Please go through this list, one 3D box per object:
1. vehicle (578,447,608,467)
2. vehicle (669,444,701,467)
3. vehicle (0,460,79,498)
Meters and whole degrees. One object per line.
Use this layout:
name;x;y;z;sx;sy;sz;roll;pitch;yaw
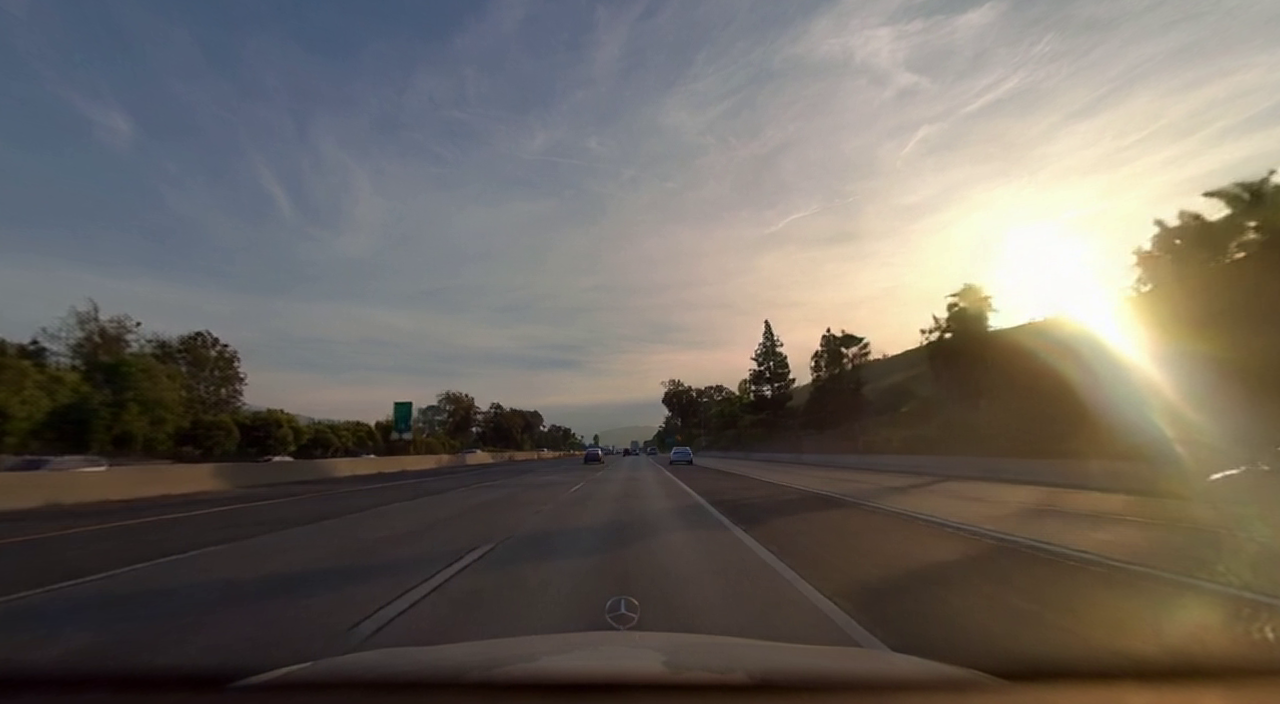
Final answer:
vehicle;-3.628;8.271;49.859;2.052;1.510;4.301;0;-9;0
vehicle;3.446;8.037;49.055;2.130;1.677;4.317;0;-9;-1
vehicle;-27.169;5.420;27.180;1.898;1.485;4.492;0;-9;0
